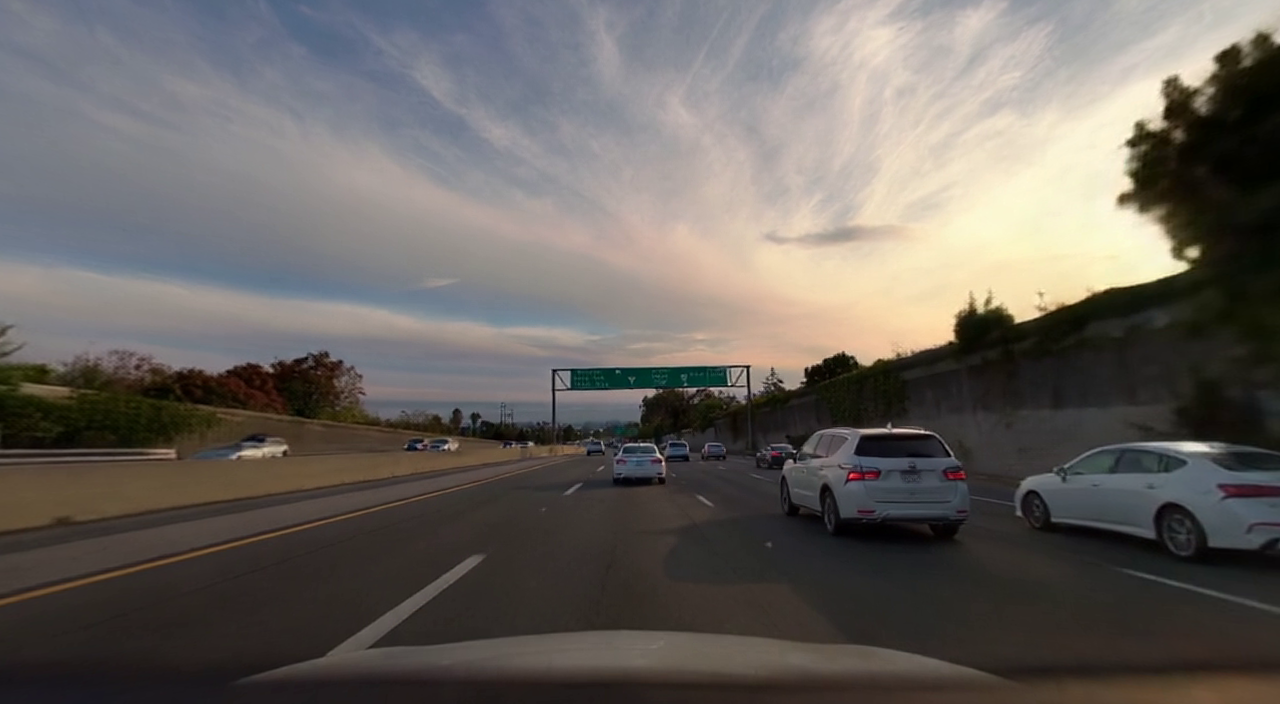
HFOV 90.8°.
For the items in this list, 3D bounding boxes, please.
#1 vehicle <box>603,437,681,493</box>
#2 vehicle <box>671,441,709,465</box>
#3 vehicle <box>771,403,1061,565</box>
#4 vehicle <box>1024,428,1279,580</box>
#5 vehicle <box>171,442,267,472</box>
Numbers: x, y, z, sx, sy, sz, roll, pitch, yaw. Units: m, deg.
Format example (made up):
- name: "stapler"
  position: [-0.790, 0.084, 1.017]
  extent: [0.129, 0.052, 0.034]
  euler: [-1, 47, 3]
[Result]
- name: "vehicle"
  position: [0.011, 3.338, 19.019]
  extent: [2.098, 1.475, 3.997]
  euler: [0, -8, -1]
- name: "vehicle"
  position: [3.302, 6.770, 42.509]
  extent: [1.998, 1.490, 4.296]
  euler: [0, -8, -2]
- name: "vehicle"
  position: [3.596, 1.829, 9.509]
  extent: [2.162, 1.800, 4.693]
  euler: [0, -8, -1]
- name: "vehicle"
  position: [7.186, 1.749, 7.971]
  extent: [1.872, 1.469, 4.414]
  euler: [0, -8, 0]
- name: "vehicle"
  position: [-21.448, 5.339, 32.423]
  extent: [1.992, 1.424, 4.365]
  euler: [0, -8, -1]
